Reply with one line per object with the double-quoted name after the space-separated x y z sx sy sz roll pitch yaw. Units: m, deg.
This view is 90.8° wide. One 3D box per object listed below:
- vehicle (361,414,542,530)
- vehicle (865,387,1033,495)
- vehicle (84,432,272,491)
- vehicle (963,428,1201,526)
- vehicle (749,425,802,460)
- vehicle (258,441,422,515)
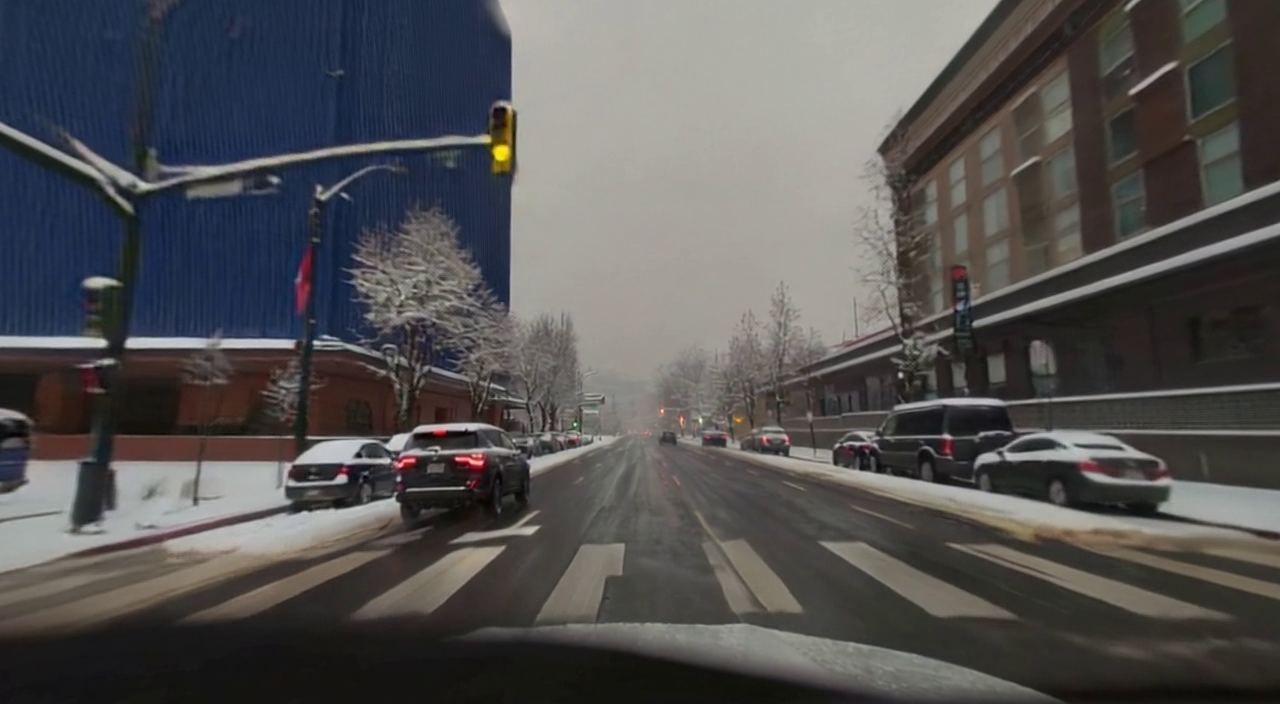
-3.231 2.130 11.914 2.002 1.756 4.366 0 -8 1 "vehicle"
9.077 2.707 19.413 2.285 2.778 5.847 0 -8 2 "vehicle"
-13.634 3.239 18.864 4.033 1.533 1.895 2 -8 0 "vehicle"
8.805 2.465 13.188 1.854 1.663 4.300 1 -8 0 "vehicle"
8.996 6.071 42.609 2.249 2.117 5.743 0 -8 0 "vehicle"
-6.958 2.915 15.282 1.806 1.466 4.373 0 -8 0 "vehicle"
